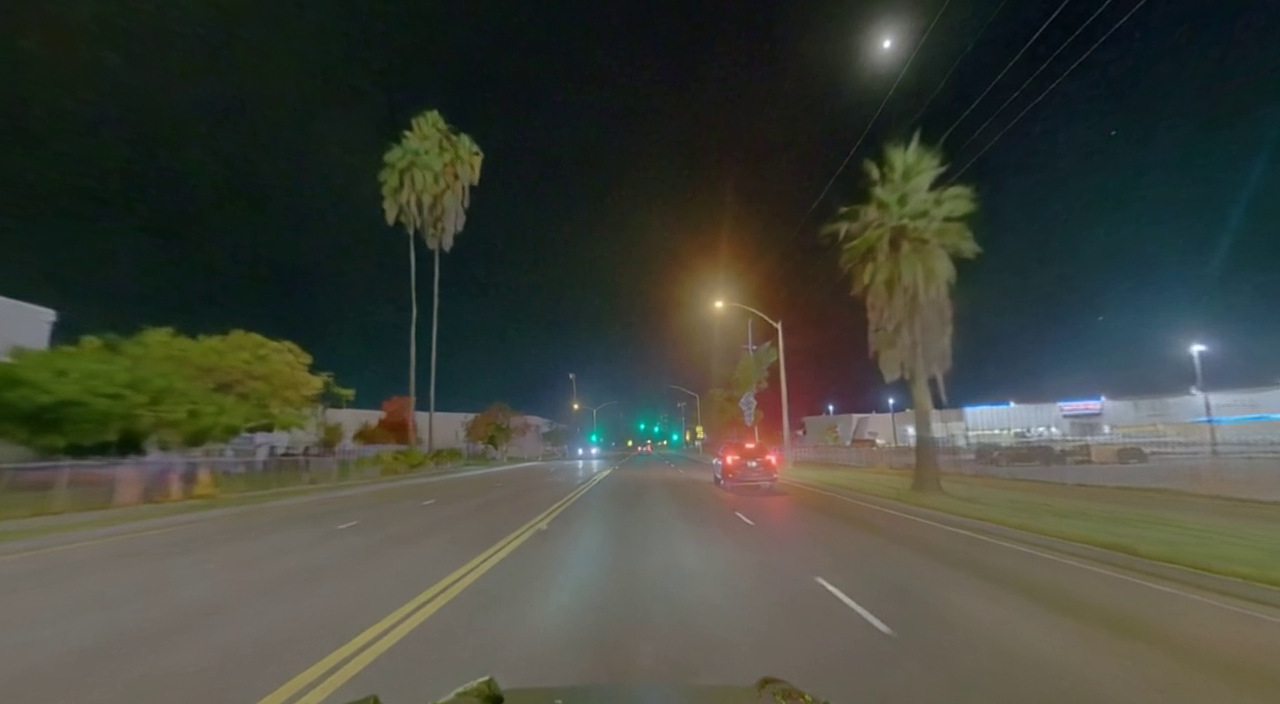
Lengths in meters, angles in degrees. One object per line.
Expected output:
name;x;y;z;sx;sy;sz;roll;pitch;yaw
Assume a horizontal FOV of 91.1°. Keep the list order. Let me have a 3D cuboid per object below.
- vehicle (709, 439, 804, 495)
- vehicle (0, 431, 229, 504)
vehicle;3.550;3.590;20.105;2.148;1.562;4.642;0;-8;0
vehicle;-18.221;3.754;20.939;6.969;2.132;2.716;8;-12;-44
